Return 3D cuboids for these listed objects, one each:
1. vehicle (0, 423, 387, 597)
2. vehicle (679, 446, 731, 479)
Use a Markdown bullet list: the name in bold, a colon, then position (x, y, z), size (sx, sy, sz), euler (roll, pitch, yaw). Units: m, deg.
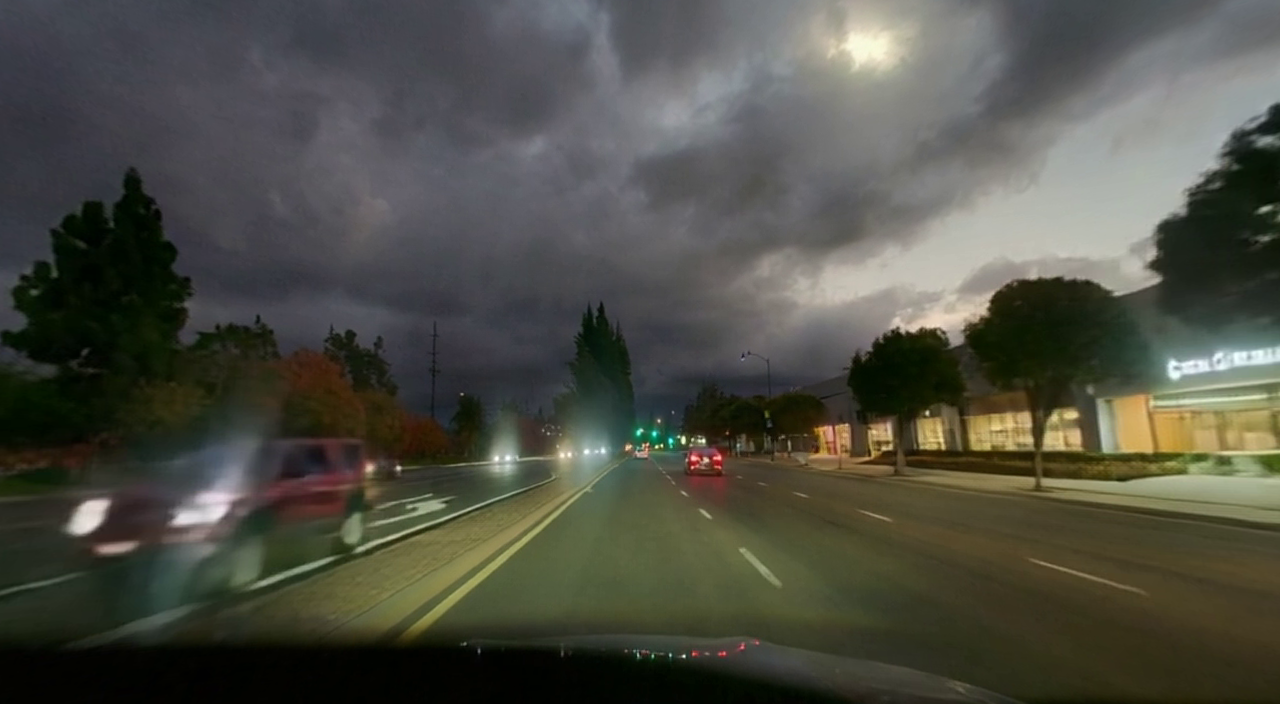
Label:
- **vehicle**: position (-5.201, 1.831, 8.204), size (2.100, 1.639, 4.268), euler (0, -9, -1)
- **vehicle**: position (3.115, 5.391, 31.084), size (1.983, 1.482, 4.463), euler (0, -9, -2)
